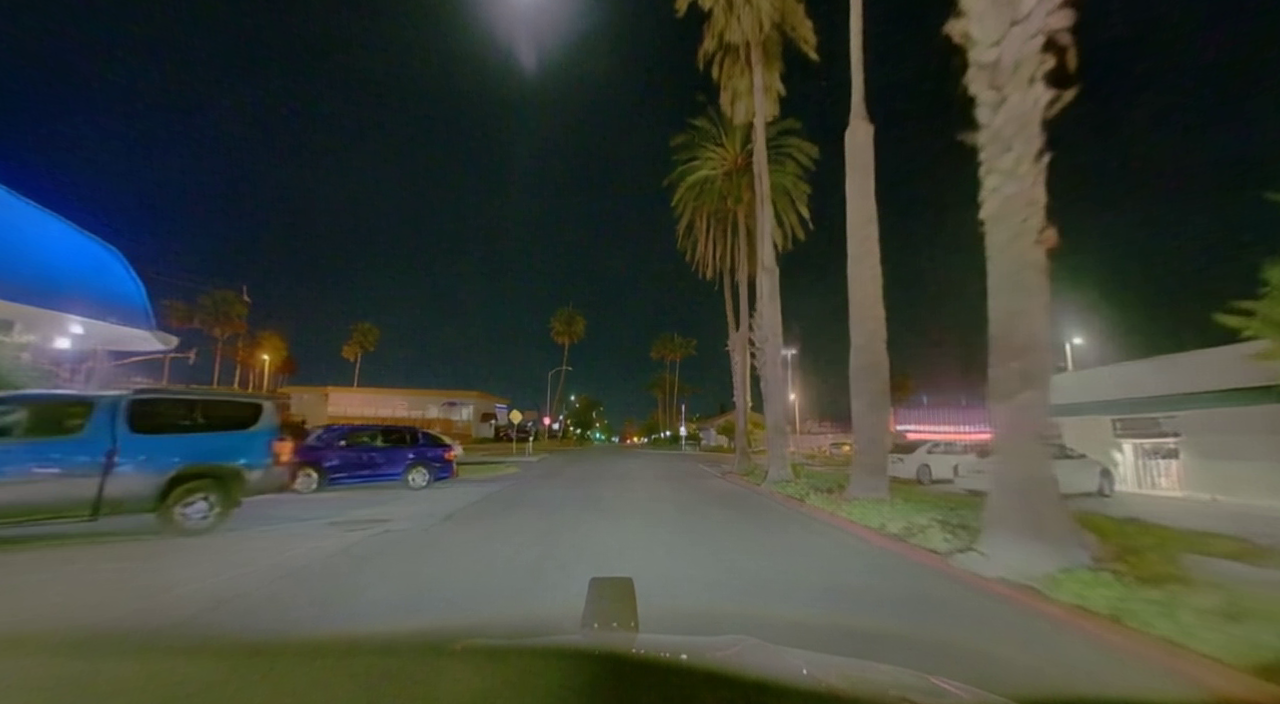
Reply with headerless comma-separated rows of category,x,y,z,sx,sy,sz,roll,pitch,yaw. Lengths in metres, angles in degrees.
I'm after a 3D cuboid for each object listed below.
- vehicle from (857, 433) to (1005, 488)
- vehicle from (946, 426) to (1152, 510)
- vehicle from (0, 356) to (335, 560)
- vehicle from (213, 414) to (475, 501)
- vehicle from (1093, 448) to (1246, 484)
vehicle,9.764,3.557,21.133,4.651,1.610,2.157,5,-9,-30
vehicle,10.001,2.769,15.411,4.758,1.759,2.068,5,-10,-28
vehicle,-6.191,1.106,6.909,4.787,1.867,2.092,5,-9,-34
vehicle,-6.018,2.113,13.116,4.542,1.483,2.174,5,-9,-31
vehicle,25.082,5.371,30.164,1.785,1.539,5.214,6,-10,-34
